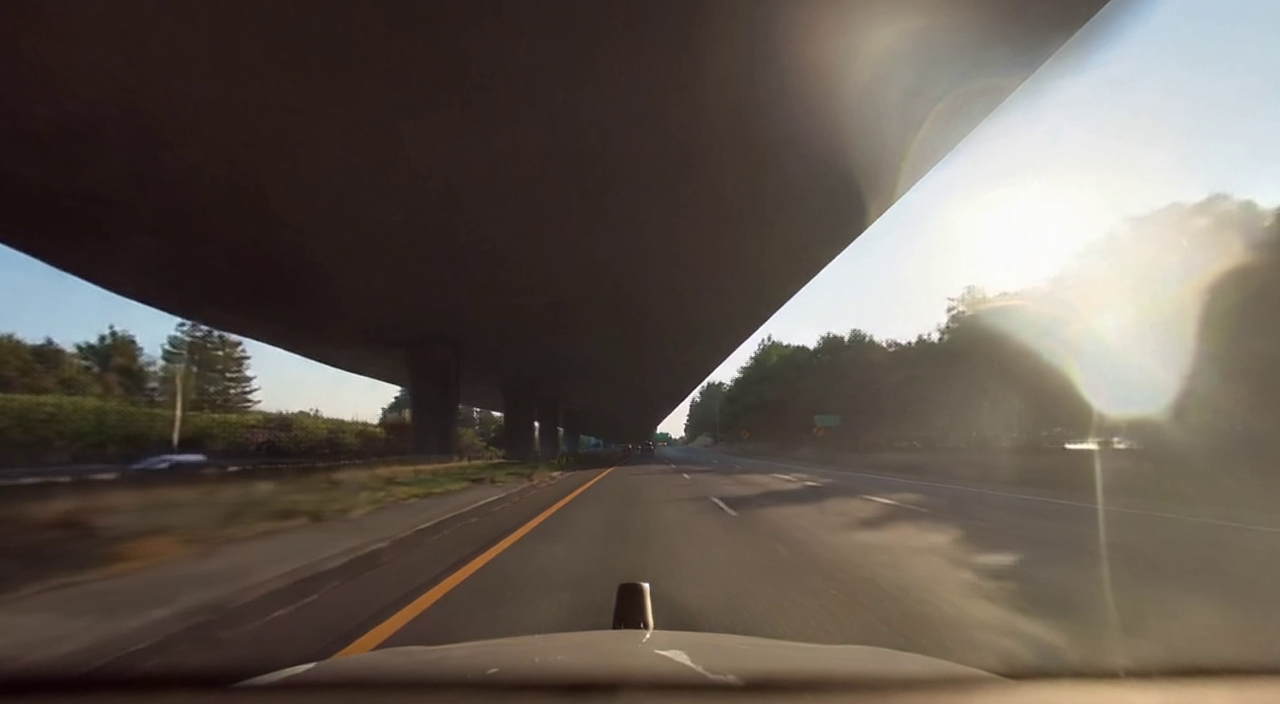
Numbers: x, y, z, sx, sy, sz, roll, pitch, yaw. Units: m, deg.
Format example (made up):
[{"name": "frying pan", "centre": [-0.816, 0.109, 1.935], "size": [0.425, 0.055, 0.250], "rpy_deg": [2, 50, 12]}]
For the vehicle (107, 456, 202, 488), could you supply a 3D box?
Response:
[{"name": "vehicle", "centre": [-27.876, 6.859, 36.404], "size": [1.849, 1.591, 4.504], "rpy_deg": [0, -8, 0]}]
